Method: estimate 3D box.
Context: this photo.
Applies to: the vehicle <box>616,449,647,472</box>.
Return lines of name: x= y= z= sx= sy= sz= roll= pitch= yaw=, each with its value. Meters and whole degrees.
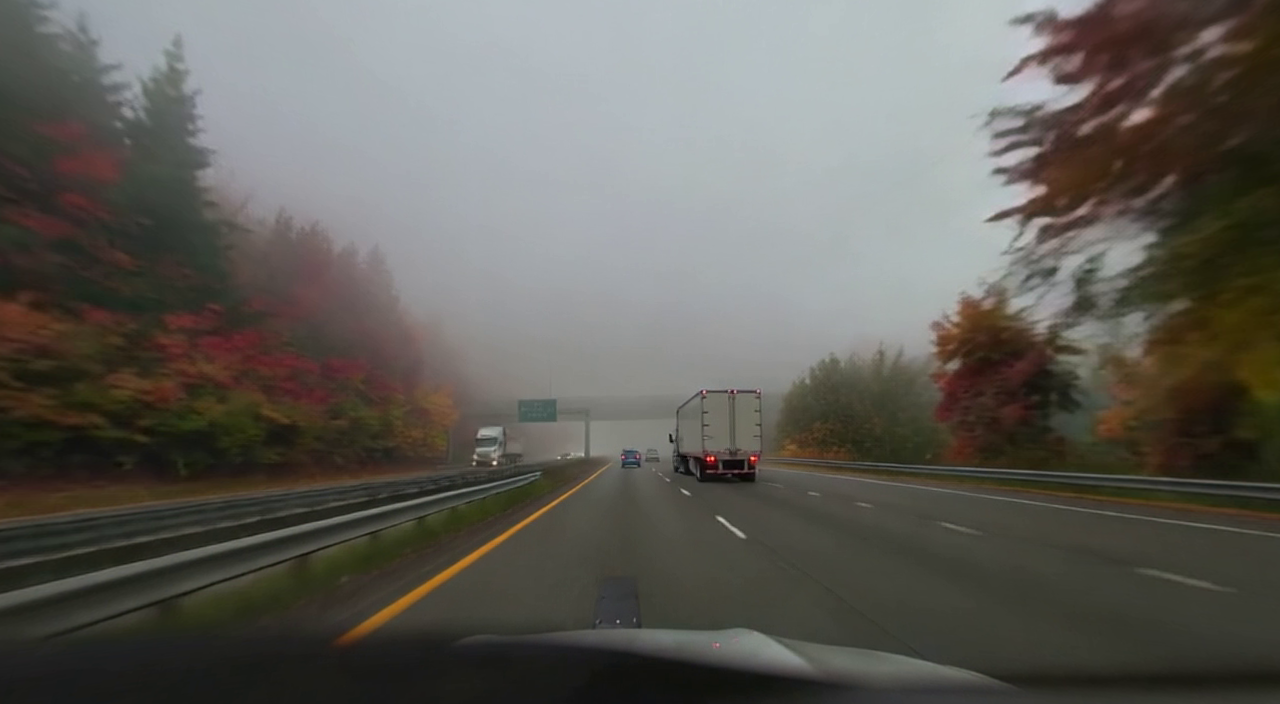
vehicle: x=-0.564 y=7.246 z=42.178 sx=1.961 sy=1.454 sz=3.755 roll=0 pitch=-9 yaw=-1

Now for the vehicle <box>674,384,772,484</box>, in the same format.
vehicle: x=3.930 y=4.611 z=34.018 sx=2.956 sy=4.281 sz=14.327 roll=0 pitch=-9 yaw=-2
